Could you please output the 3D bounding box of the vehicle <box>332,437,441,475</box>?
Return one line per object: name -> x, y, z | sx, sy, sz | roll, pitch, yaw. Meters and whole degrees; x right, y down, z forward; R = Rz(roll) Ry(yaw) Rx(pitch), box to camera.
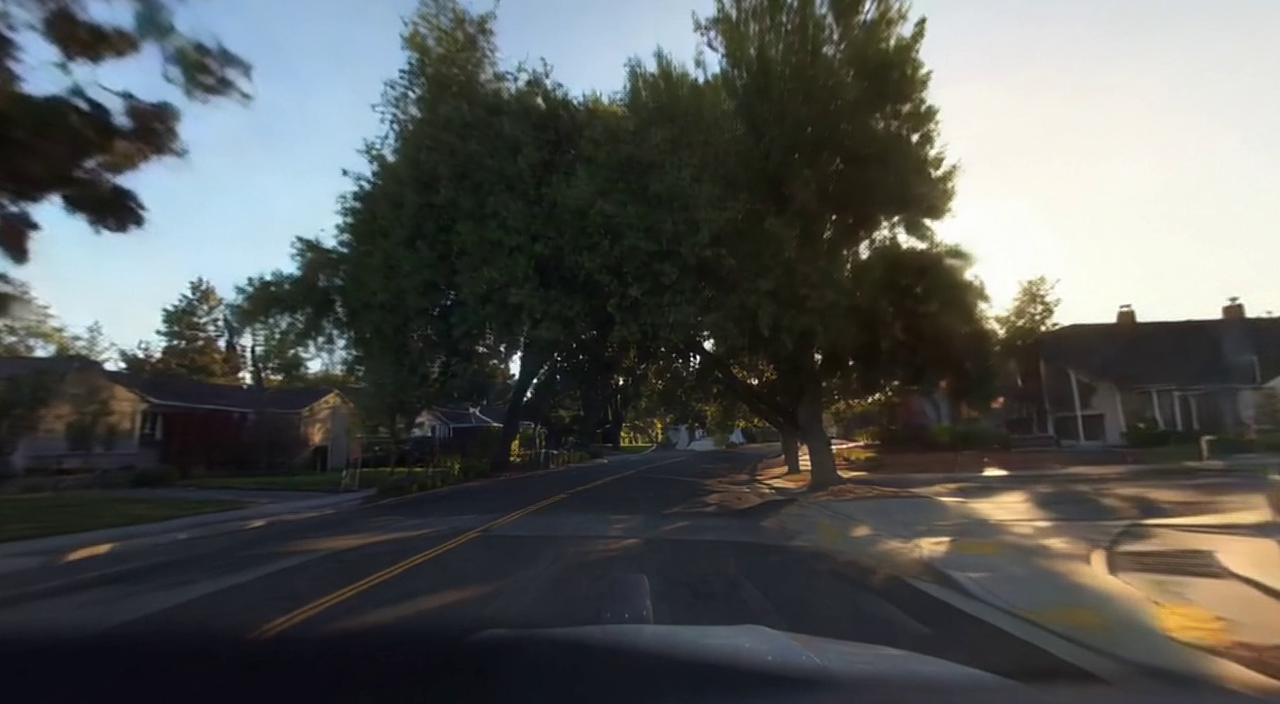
vehicle -> -11.798, 4.873, 29.728 | 4.485, 1.663, 2.111 | 2, -9, -15
